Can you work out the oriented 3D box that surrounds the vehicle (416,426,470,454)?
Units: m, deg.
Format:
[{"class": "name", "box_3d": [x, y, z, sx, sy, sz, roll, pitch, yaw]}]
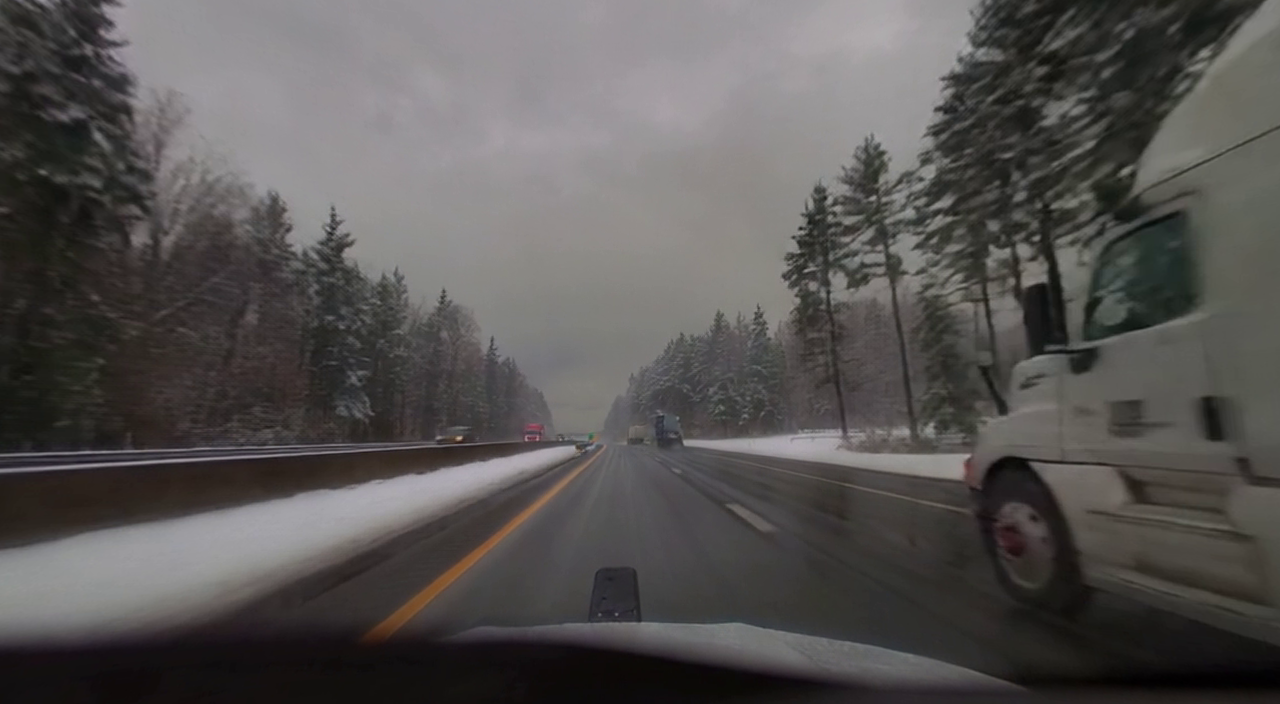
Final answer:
[{"class": "vehicle", "box_3d": [-12.762, 5.733, 41.249, 2.066, 1.711, 4.835, 0, -8, -1]}]
